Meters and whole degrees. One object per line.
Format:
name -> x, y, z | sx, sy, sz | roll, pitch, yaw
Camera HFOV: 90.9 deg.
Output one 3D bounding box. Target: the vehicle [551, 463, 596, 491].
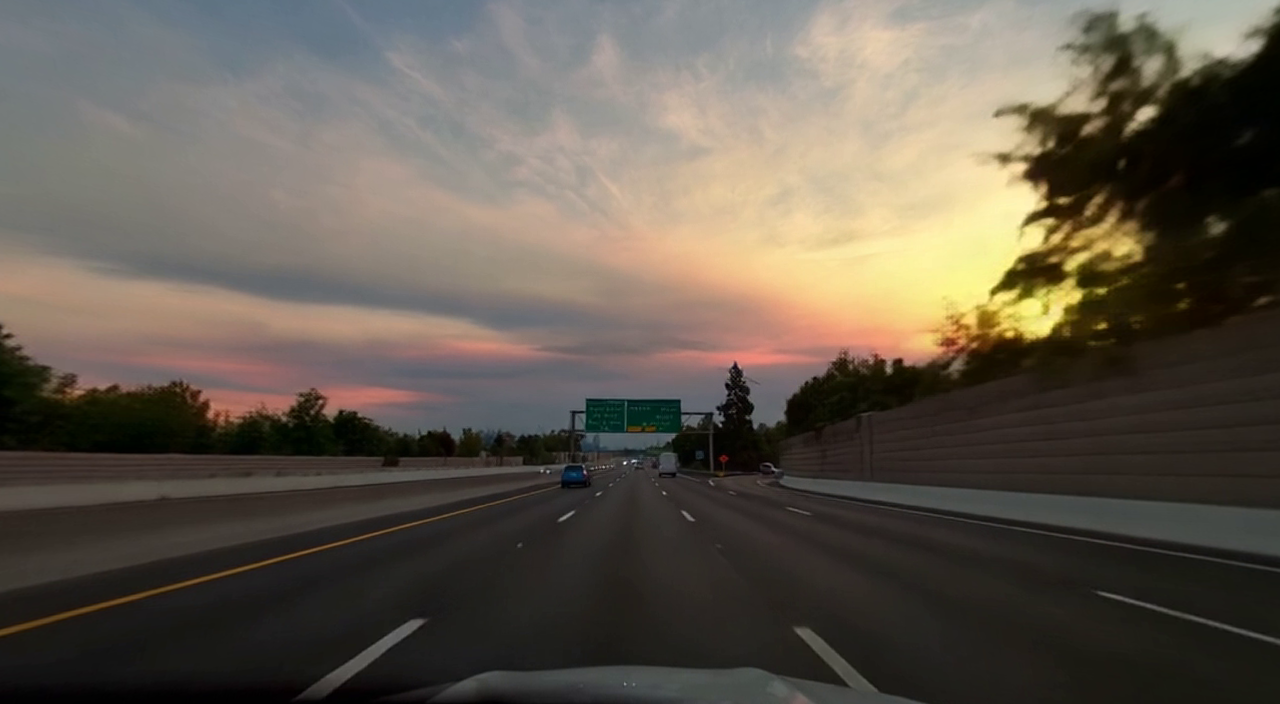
vehicle -> -3.766, 7.208, 36.515 | 2.045, 1.487, 4.582 | 1, -10, 1
